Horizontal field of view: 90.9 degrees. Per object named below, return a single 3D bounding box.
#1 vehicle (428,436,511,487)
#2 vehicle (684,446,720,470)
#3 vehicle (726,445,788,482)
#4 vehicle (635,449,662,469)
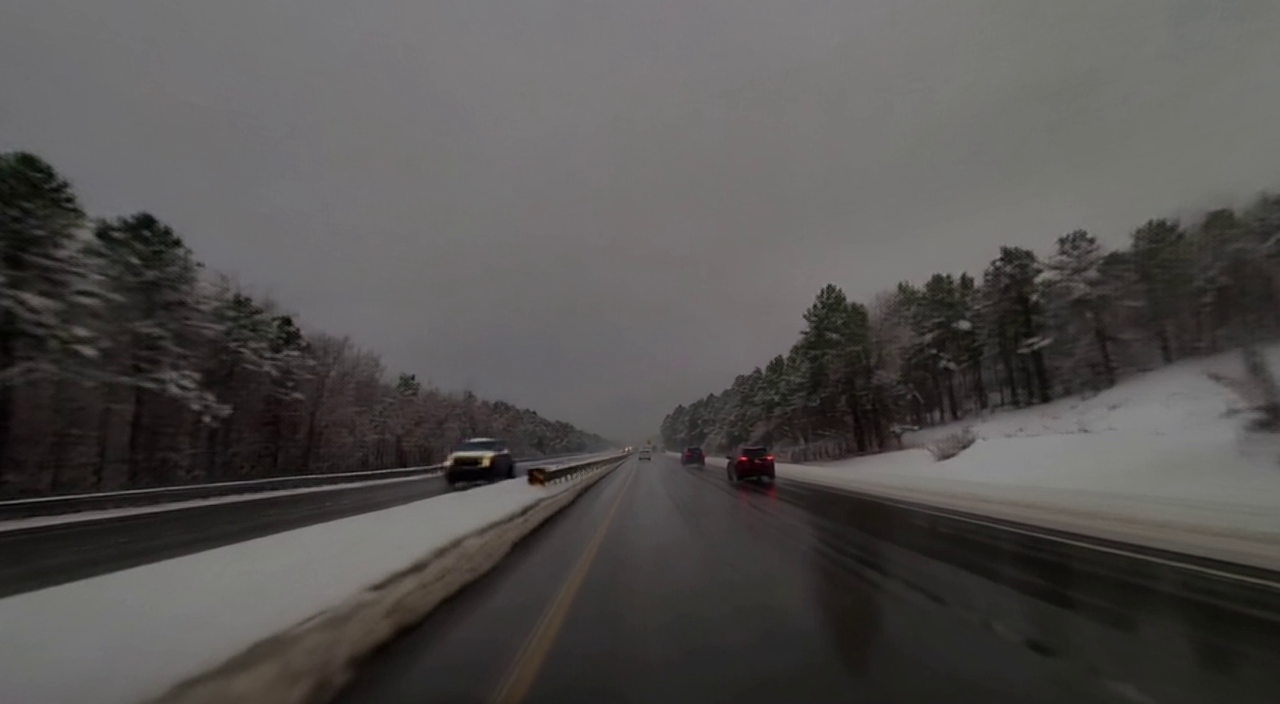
[{"bbox_3d":[-7.685,4.993,29.037,2.411,2.127,4.889,0,-9,1],"label":"vehicle"},{"bbox_3d":[4.477,7.708,45.992,2.122,1.662,4.392,0,-9,0],"label":"vehicle"},{"bbox_3d":[5.100,4.908,27.921,1.964,1.513,3.707,0,-9,-1],"label":"vehicle"},{"bbox_3d":[0.613,8.188,48.197,1.991,1.459,3.769,0,-9,0],"label":"vehicle"}]
